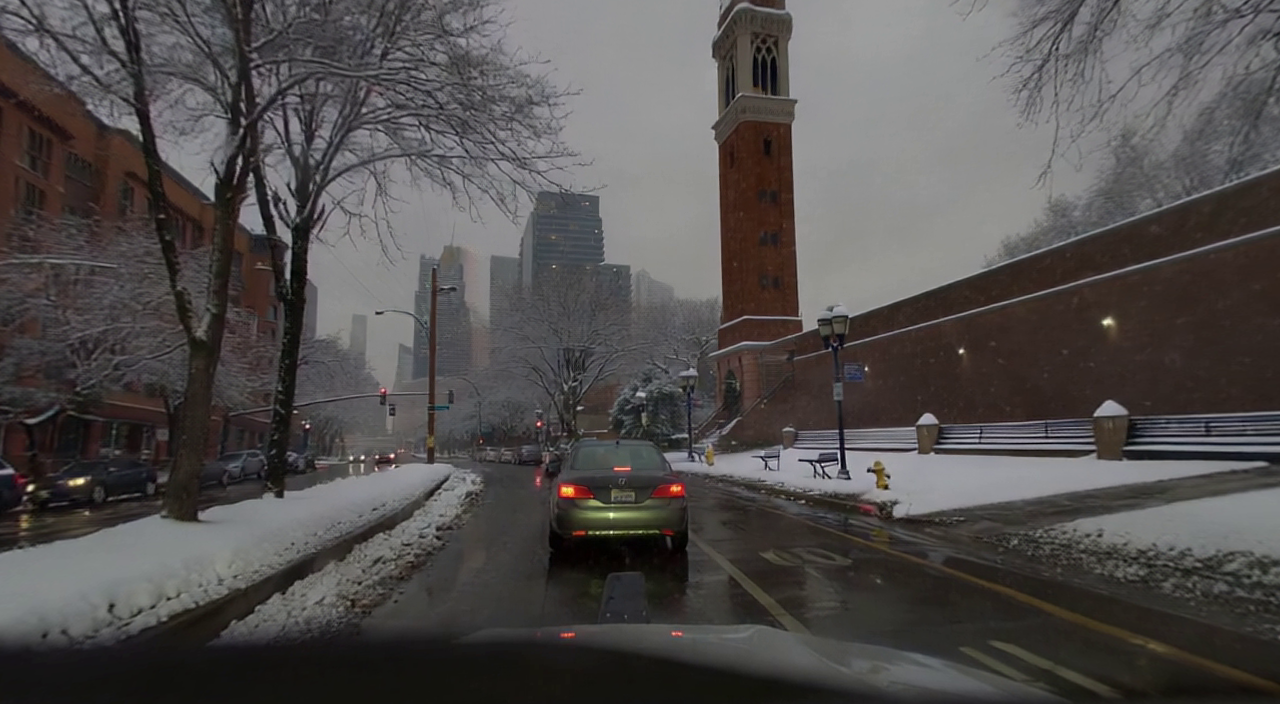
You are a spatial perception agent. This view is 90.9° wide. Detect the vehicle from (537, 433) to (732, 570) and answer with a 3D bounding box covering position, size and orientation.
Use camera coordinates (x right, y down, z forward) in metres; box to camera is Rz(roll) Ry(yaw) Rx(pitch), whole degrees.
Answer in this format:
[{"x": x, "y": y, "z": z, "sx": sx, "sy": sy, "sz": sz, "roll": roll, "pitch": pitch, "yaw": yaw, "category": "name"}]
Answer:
[{"x": -0.244, "y": 1.943, "z": 9.025, "sx": 2.142, "sy": 1.475, "sz": 4.051, "roll": 1, "pitch": -8, "yaw": -6, "category": "vehicle"}]
